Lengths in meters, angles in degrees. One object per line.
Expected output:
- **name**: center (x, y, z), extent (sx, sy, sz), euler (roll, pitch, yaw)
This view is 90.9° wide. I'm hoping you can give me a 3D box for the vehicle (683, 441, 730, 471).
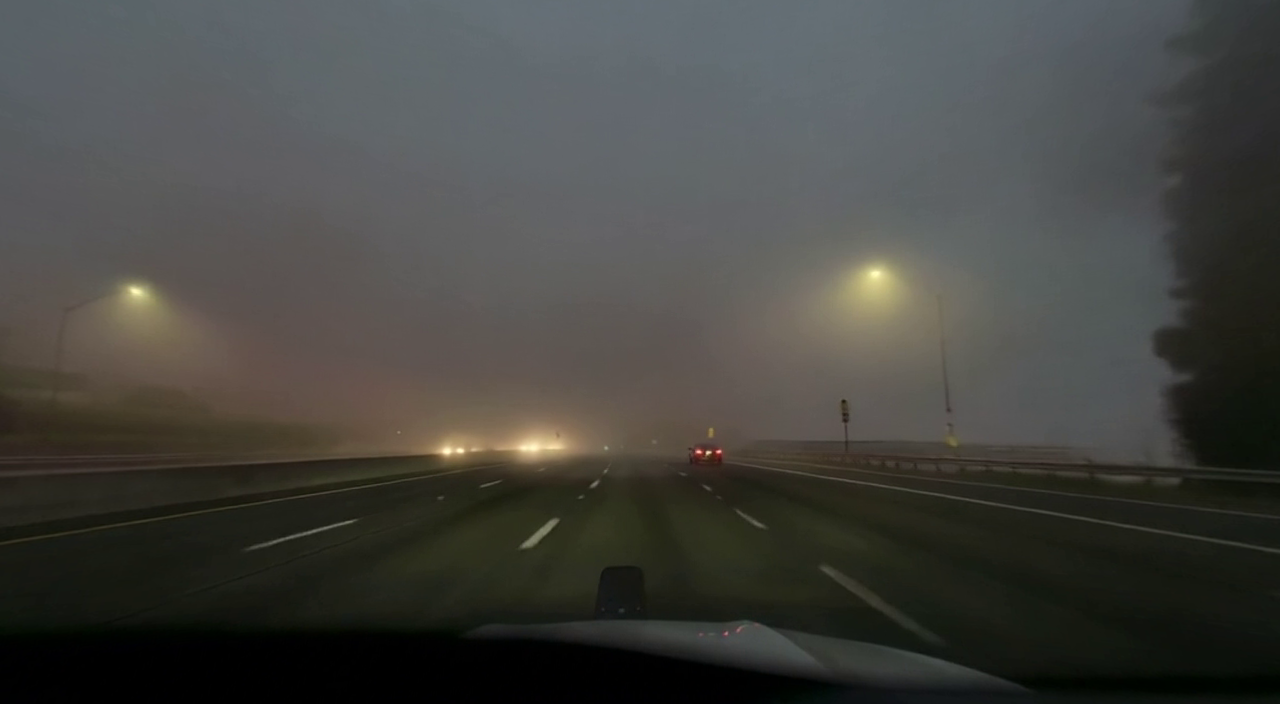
- **vehicle**: center (3.458, 5.527, 33.566), extent (1.926, 1.477, 4.025), euler (0, -9, -2)
